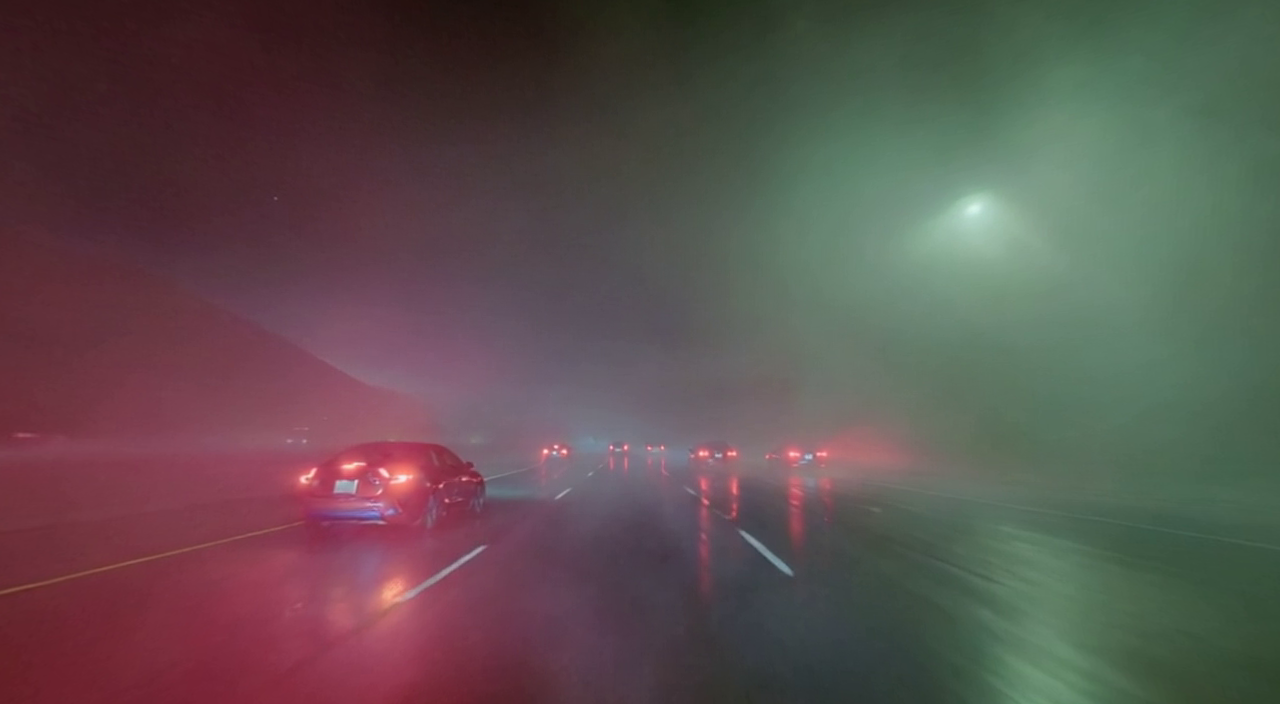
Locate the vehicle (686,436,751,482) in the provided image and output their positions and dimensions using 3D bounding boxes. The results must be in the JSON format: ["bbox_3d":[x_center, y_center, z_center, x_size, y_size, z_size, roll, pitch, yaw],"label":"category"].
[{"bbox_3d":[3.347,4.687,27.902,2.222,1.820,4.733,0,-9,-1],"label":"vehicle"}]

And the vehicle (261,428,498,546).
[{"bbox_3d":[-3.870,2.074,10.352,1.993,1.500,4.248,0,-9,1],"label":"vehicle"}]

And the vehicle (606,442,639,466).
[{"bbox_3d":[-1.176,7.035,43.529,2.147,1.572,4.094,0,-9,-1],"label":"vehicle"}]

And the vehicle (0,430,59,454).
[{"bbox_3d":[-40.026,5.746,40.173,1.764,1.492,4.342,0,-9,-1],"label":"vehicle"}]

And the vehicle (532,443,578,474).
[{"bbox_3d":[-4.266,5.429,32.265,1.796,1.464,3.839,0,-9,0],"label":"vehicle"}]
